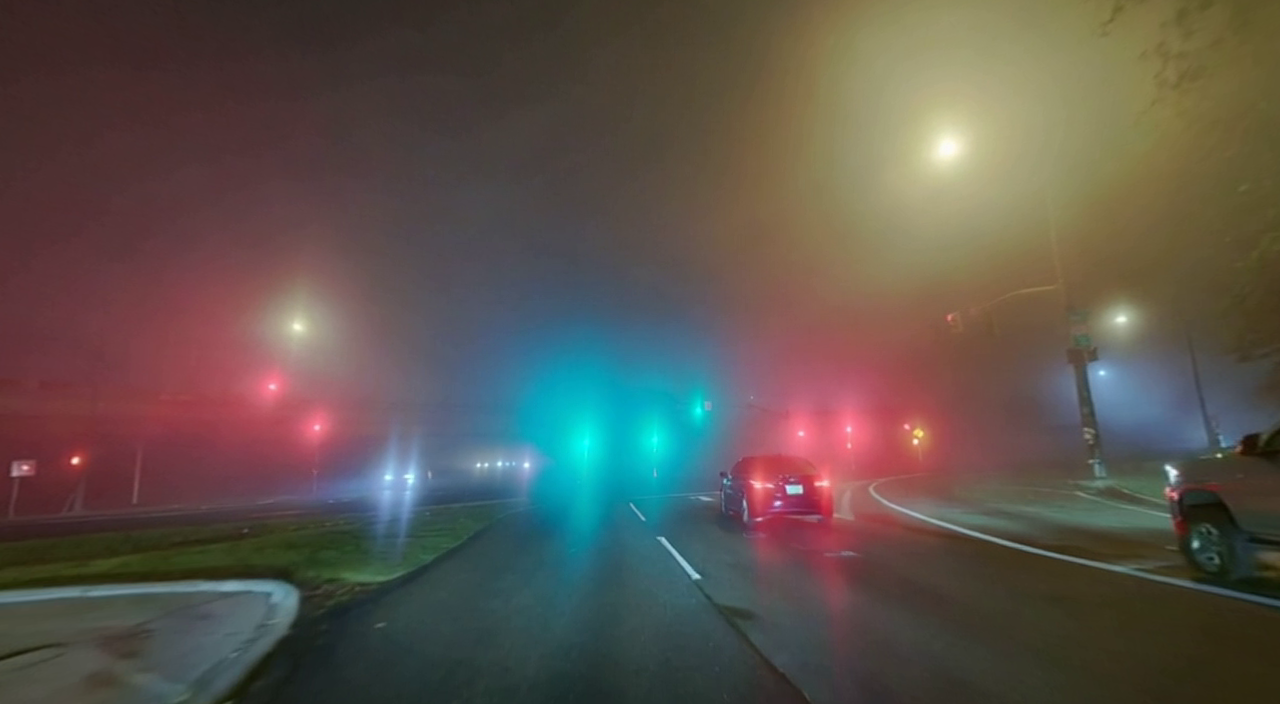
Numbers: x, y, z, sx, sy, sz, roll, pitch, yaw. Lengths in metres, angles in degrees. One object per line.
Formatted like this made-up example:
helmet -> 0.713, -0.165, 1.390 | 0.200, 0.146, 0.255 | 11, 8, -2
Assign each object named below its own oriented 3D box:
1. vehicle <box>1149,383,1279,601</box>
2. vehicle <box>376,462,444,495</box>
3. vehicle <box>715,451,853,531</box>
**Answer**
vehicle -> 6.431, 1.004, 4.167 | 2.007, 1.828, 4.896 | 0, -9, 0
vehicle -> -13.052, 7.168, 36.224 | 2.126, 1.506, 5.411 | -3, -9, -3
vehicle -> 2.921, 2.909, 13.930 | 1.909, 1.425, 4.521 | 0, -9, -1
